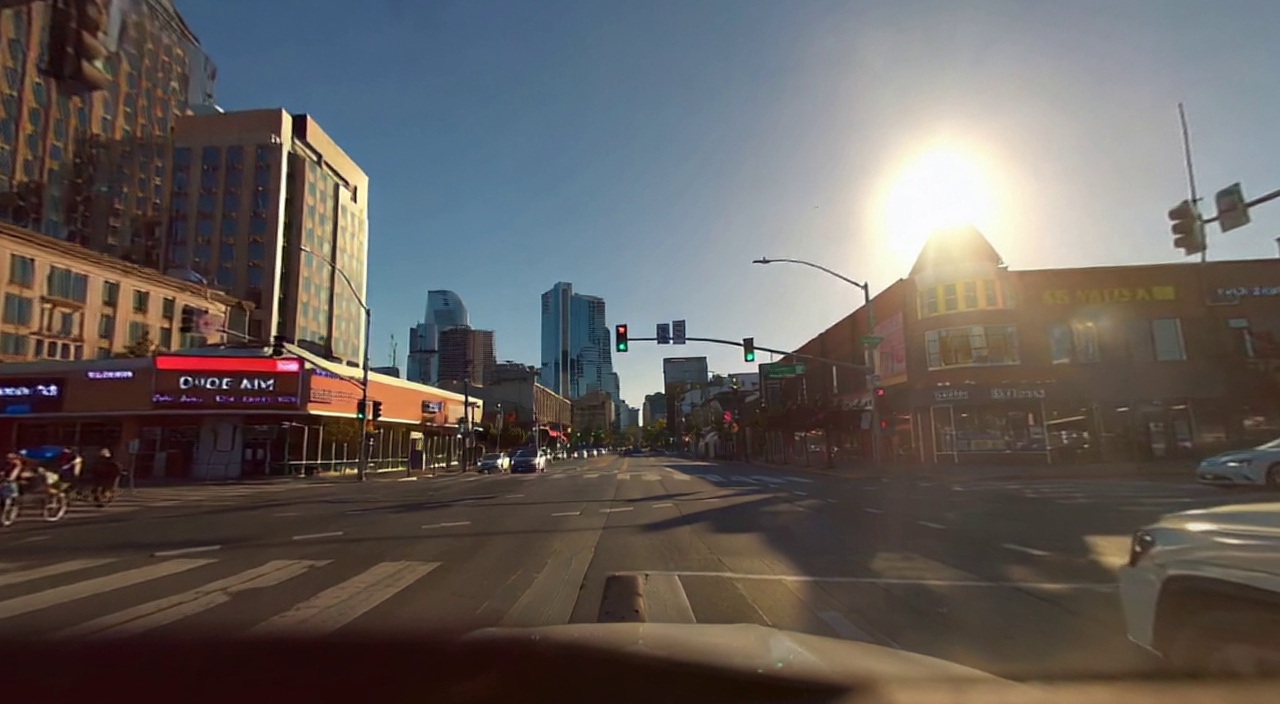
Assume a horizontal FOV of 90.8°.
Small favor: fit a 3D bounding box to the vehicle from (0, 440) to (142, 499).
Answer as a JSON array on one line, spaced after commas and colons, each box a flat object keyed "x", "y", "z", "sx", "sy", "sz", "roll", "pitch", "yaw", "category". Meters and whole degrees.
[{"x": -21.043, "y": 4.128, "z": 22.459, "sx": 5.161, "sy": 1.910, "sz": 2.275, "roll": -2, "pitch": -9, "yaw": 11, "category": "vehicle"}]

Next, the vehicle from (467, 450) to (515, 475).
[{"x": -9.670, "y": 7.214, "z": 41.301, "sx": 2.106, "sy": 1.505, "sz": 4.228, "roll": 0, "pitch": -9, "yaw": 0, "category": "vehicle"}]

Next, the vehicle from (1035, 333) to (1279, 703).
[{"x": 3.208, "y": 0.646, "z": 1.250, "sx": 2.049, "sy": 1.691, "sz": 4.447, "roll": 0, "pitch": -9, "yaw": 2, "category": "vehicle"}]

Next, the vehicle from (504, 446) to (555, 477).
[{"x": -6.622, "y": 6.607, "z": 38.374, "sx": 2.181, "sy": 1.703, "sz": 4.512, "roll": 0, "pitch": -9, "yaw": 2, "category": "vehicle"}]
